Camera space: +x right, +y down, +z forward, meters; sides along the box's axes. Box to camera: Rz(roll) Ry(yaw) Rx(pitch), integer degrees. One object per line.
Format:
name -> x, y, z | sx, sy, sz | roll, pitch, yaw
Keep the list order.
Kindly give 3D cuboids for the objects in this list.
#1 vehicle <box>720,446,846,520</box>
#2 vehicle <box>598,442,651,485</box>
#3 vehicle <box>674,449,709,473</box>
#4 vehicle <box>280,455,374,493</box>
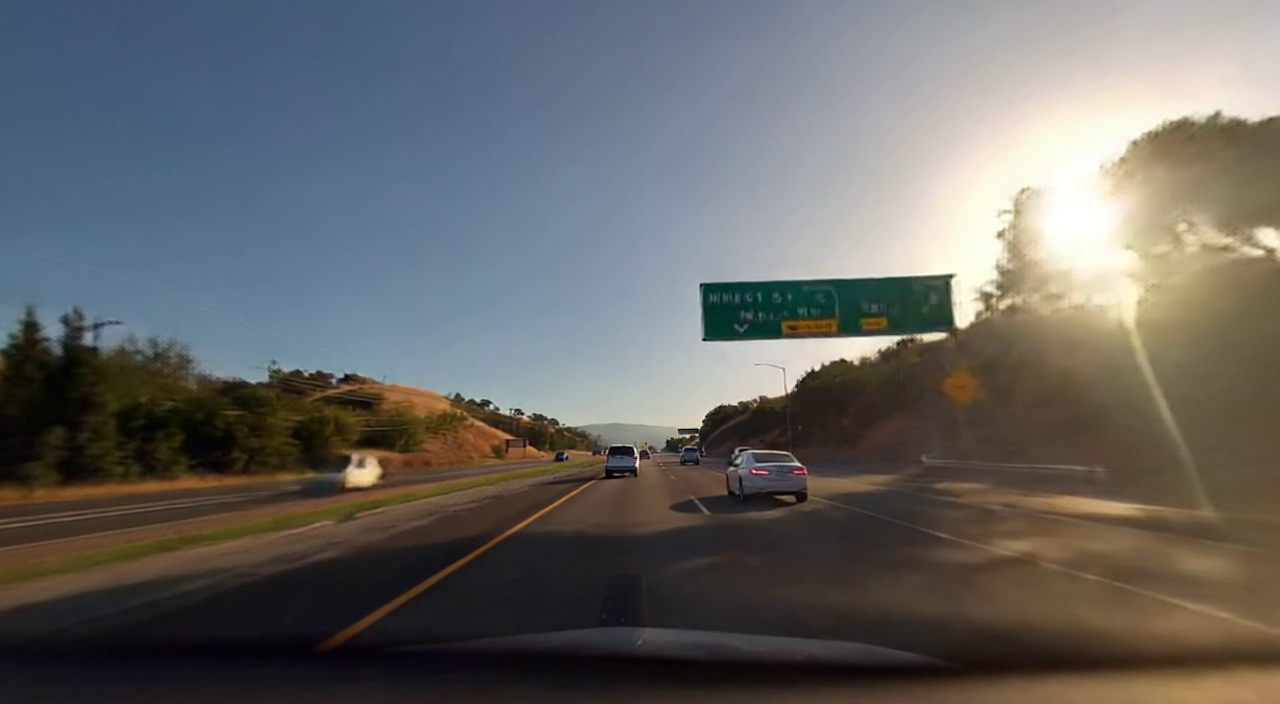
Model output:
vehicle -> 3.176, 2.987, 14.889 | 2.004, 1.471, 4.032 | 0, -9, 0
vehicle -> -0.614, 4.860, 27.784 | 2.142, 1.724, 4.344 | 0, -9, 0
vehicle -> 3.513, 7.512, 43.493 | 2.047, 1.540, 4.294 | 0, -9, 0
vehicle -> -14.300, 5.571, 29.123 | 1.878, 1.521, 4.608 | 0, -9, 1
